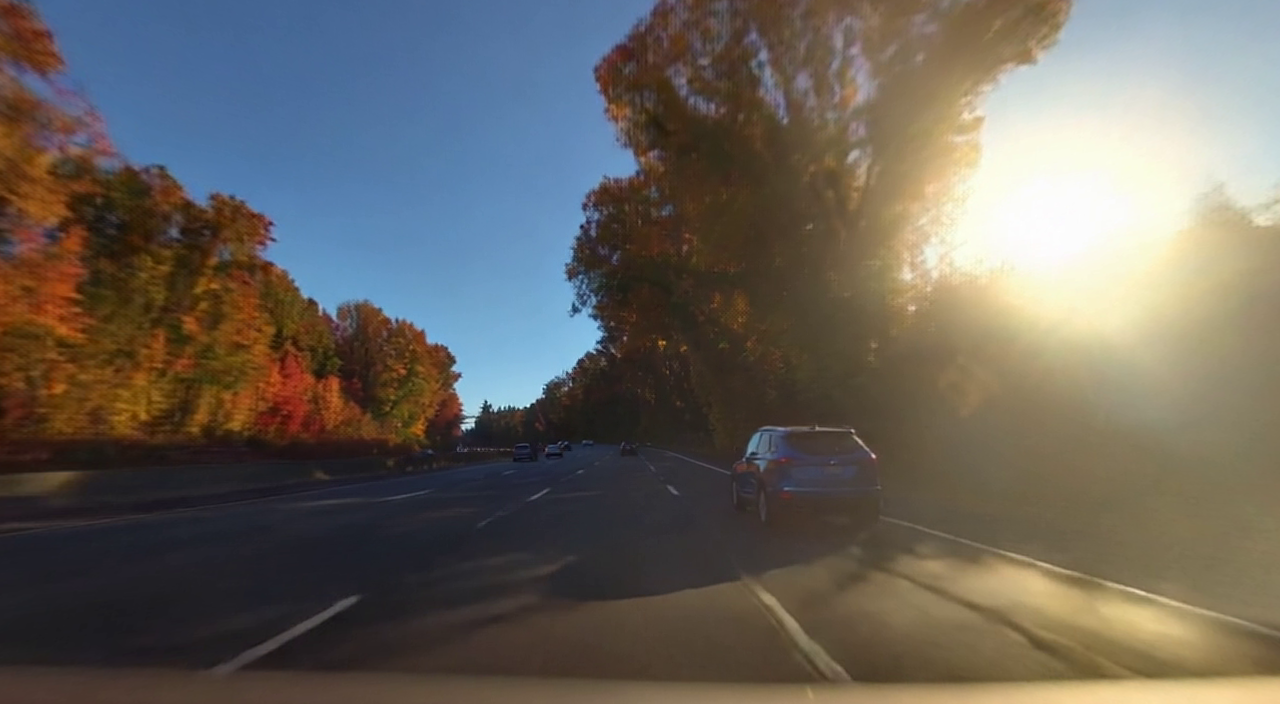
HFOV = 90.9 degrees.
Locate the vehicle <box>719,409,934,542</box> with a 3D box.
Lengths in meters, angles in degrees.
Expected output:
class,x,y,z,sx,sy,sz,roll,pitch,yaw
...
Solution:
class,x,y,z,sx,sy,sz,roll,pitch,yaw
vehicle,2.670,1.905,10.290,2.120,1.706,4.226,0,-8,-1
